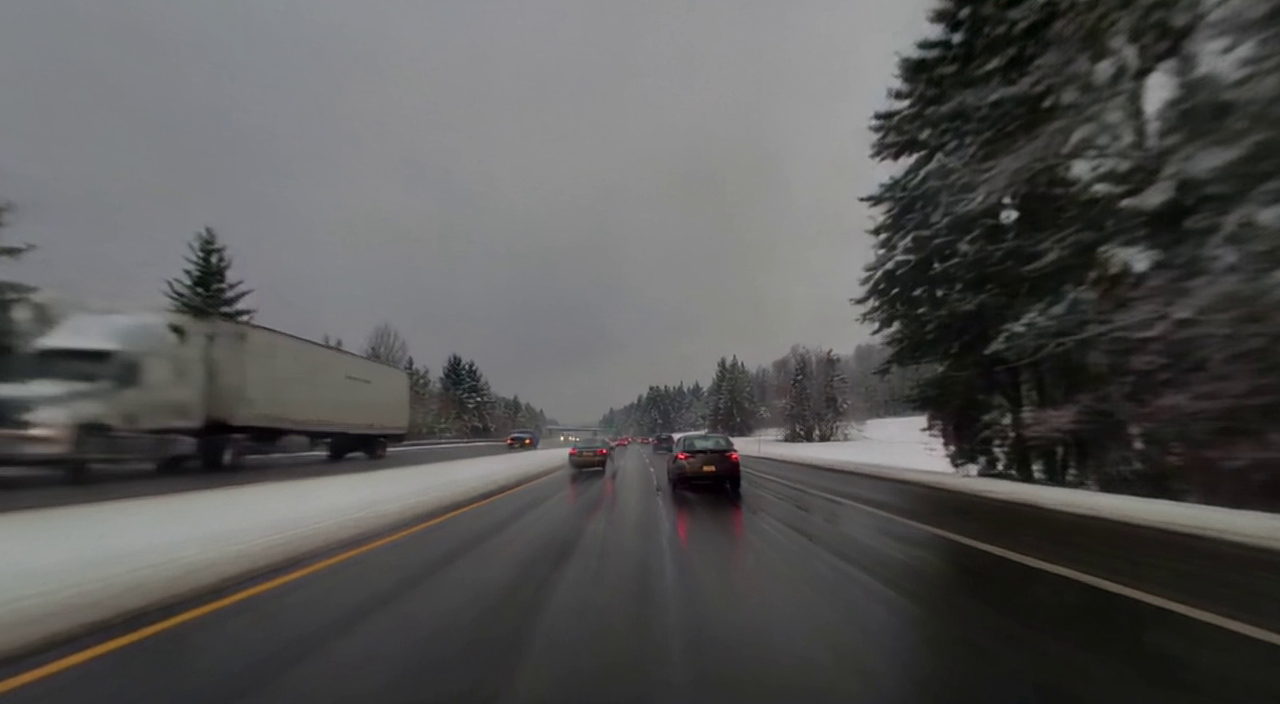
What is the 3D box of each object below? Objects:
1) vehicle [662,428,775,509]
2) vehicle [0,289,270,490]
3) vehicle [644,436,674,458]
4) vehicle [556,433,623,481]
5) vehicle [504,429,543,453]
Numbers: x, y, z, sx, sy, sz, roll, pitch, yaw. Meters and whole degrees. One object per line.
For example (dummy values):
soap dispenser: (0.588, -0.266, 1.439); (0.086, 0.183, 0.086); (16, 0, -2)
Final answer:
vehicle: (1.628, 2.655, 14.947); (2.055, 1.566, 5.046); (-1, -8, 0)
vehicle: (-12.814, 1.173, 15.776); (2.979, 4.027, 6.468); (-1, -8, 0)
vehicle: (1.395, 7.217, 47.734); (2.146, 1.546, 3.796); (-1, -8, 0)
vehicle: (-1.759, 3.826, 23.304); (2.178, 1.559, 4.254); (-1, -8, -1)
vehicle: (-8.694, 6.701, 47.269); (2.109, 1.706, 4.082); (-1, -8, 0)
